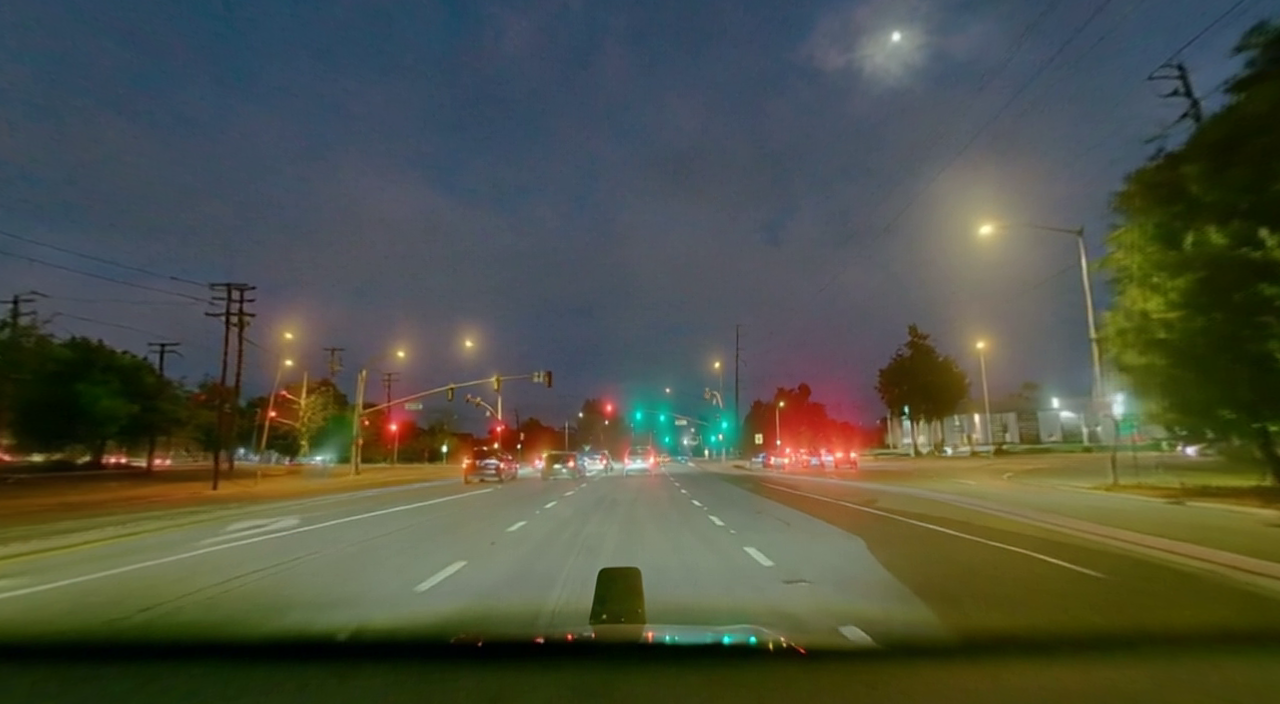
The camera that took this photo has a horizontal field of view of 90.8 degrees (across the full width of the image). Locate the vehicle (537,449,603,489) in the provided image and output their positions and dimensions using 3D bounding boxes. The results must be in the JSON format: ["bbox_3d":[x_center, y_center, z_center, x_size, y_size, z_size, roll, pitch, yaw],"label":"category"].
[{"bbox_3d":[-2.804,4.806,26.306,2.064,1.464,4.373,0,-9,2],"label":"vehicle"}]

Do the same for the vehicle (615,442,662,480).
[{"bbox_3d":[-0.006,5.739,33.428,2.276,1.850,3.897,0,-9,3],"label":"vehicle"}]

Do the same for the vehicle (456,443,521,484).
[{"bbox_3d":[-7.042,5.196,29.796,1.860,1.754,4.089,0,-9,2],"label":"vehicle"}]
